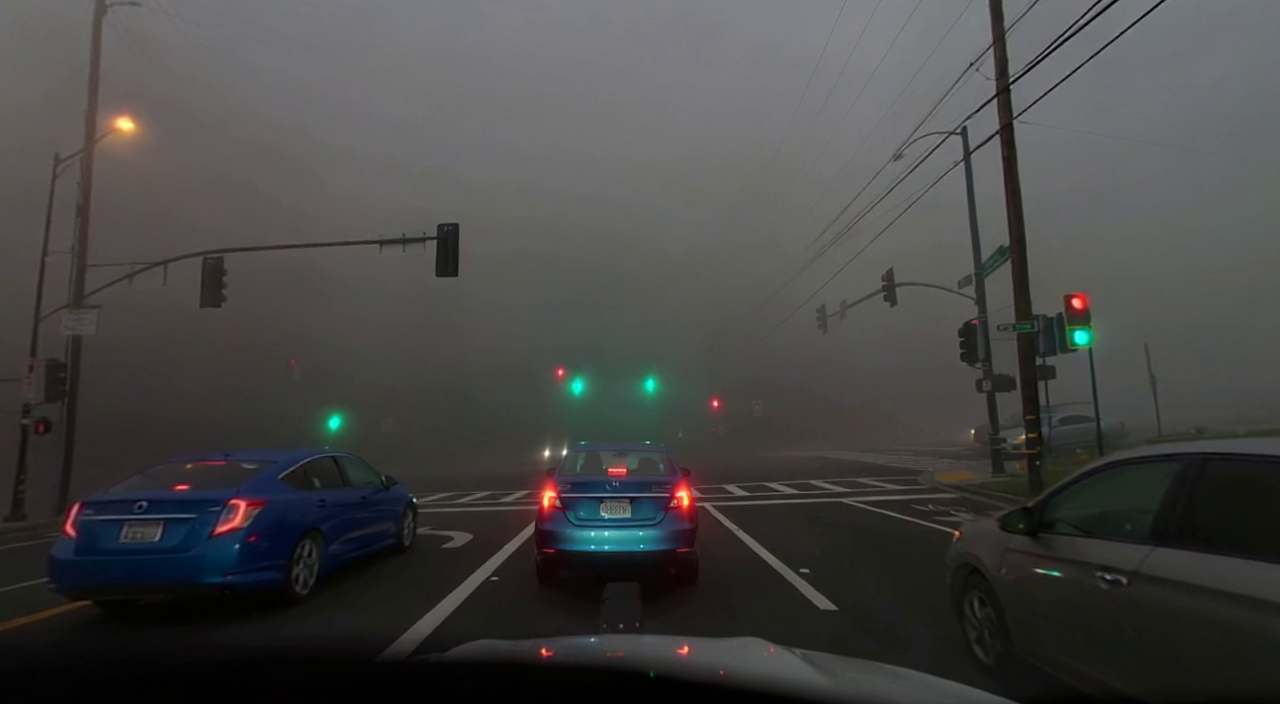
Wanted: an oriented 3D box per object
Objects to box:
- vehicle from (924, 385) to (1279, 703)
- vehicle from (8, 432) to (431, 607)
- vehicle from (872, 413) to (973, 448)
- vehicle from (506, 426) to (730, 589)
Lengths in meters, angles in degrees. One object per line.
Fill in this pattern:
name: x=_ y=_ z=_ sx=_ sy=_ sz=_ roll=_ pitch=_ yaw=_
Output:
vehicle: x=2.925 y=0.932 z=2.474 sx=1.860 sy=1.494 sz=3.707 roll=0 pitch=-8 yaw=0
vehicle: x=-4.369 y=1.771 z=7.685 sx=2.106 sy=1.492 sz=4.312 roll=0 pitch=-8 yaw=1
vehicle: x=15.125 y=4.240 z=33.994 sx=4.431 sy=1.555 sz=1.886 roll=-4 pitch=-9 yaw=2
vehicle: x=-0.229 y=1.755 z=8.015 sx=2.061 sy=1.485 sz=4.196 roll=0 pitch=-8 yaw=-1
